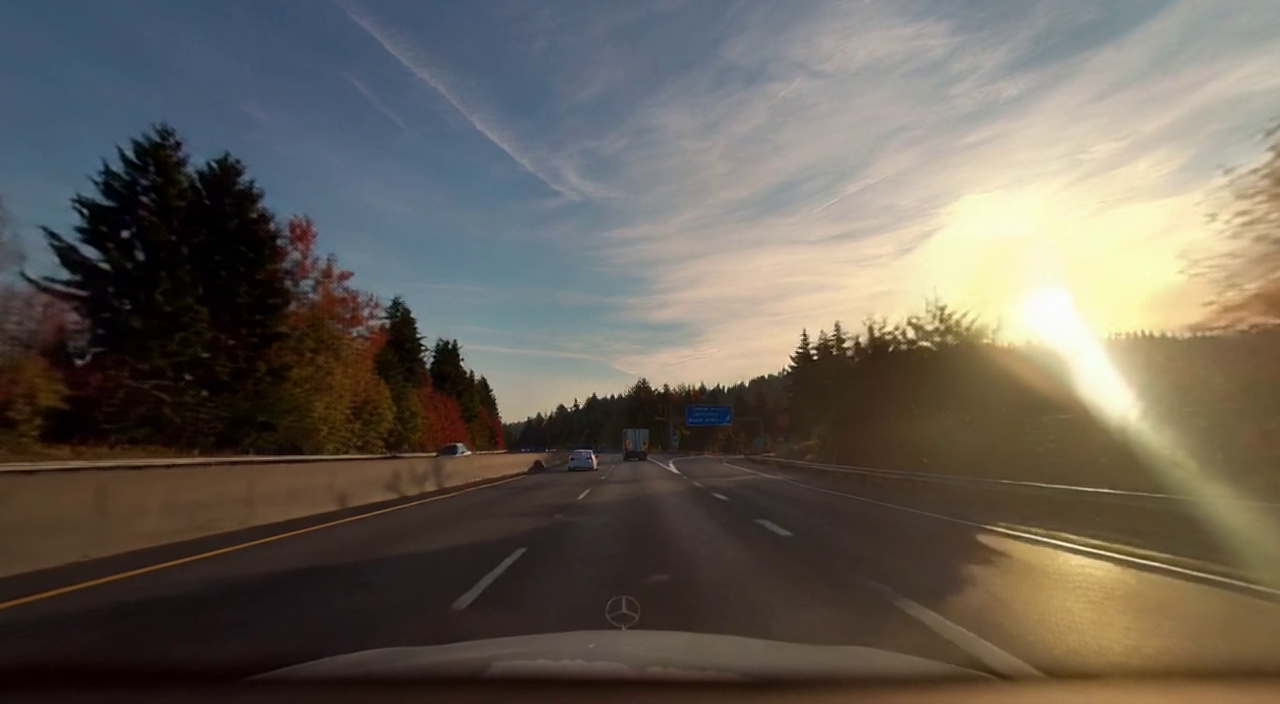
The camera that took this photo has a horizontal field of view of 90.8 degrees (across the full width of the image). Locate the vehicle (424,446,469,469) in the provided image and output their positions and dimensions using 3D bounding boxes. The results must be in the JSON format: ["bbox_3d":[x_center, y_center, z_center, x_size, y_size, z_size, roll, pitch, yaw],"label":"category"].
[{"bbox_3d":[-13.427,7.335,44.015,1.813,1.455,4.341,0,-9,0],"label":"vehicle"}]

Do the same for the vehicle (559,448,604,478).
[{"bbox_3d":[-3.201,6.200,35.554,2.184,1.574,5.004,0,-9,-1],"label":"vehicle"}]
